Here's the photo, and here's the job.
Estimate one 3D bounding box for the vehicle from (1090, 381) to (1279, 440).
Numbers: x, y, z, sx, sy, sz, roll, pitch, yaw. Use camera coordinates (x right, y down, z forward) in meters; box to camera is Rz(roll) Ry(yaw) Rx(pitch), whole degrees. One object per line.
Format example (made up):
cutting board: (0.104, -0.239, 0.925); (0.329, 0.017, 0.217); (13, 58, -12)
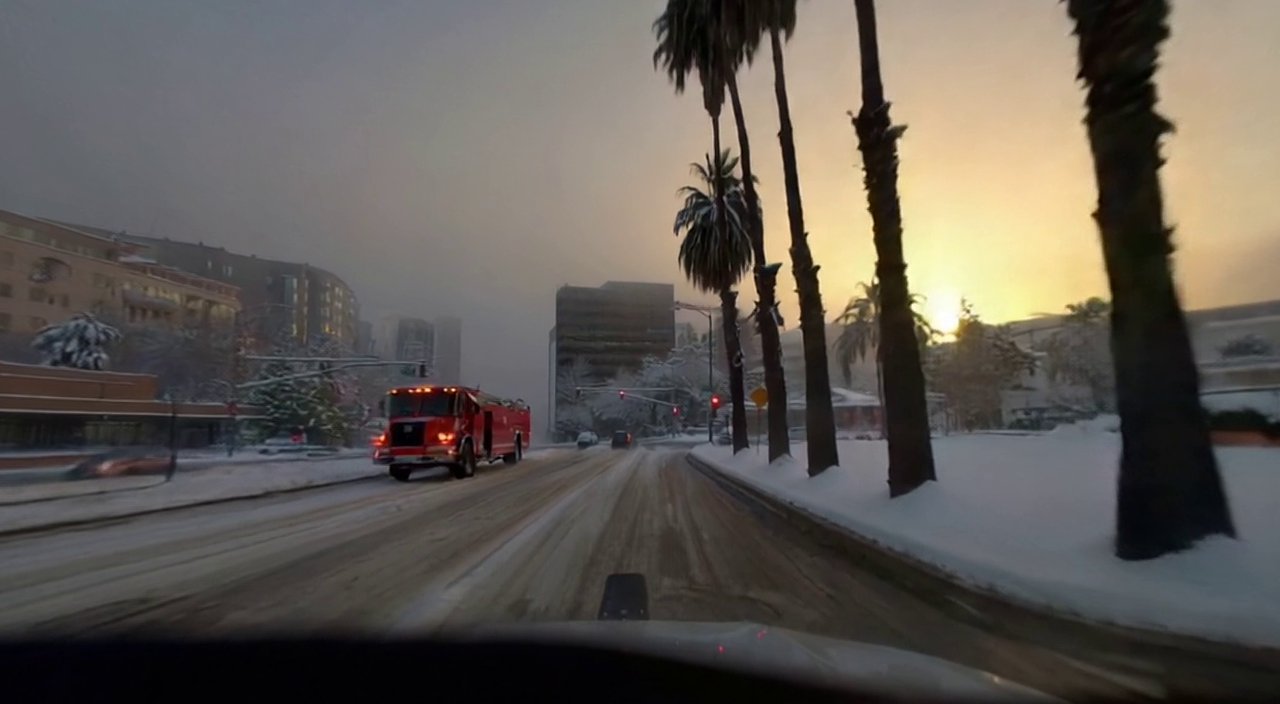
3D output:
vehicle: (15.089, 1.582, 16.640); (4.663, 1.457, 2.045); (-1, -7, 2)

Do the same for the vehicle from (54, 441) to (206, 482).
vehicle: (-21.656, 4.642, 27.037); (2.052, 1.594, 5.203); (0, -8, 2)

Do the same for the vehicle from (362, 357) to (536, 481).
vehicle: (-6.699, 2.868, 24.782); (3.008, 3.730, 11.786); (0, -8, 1)
